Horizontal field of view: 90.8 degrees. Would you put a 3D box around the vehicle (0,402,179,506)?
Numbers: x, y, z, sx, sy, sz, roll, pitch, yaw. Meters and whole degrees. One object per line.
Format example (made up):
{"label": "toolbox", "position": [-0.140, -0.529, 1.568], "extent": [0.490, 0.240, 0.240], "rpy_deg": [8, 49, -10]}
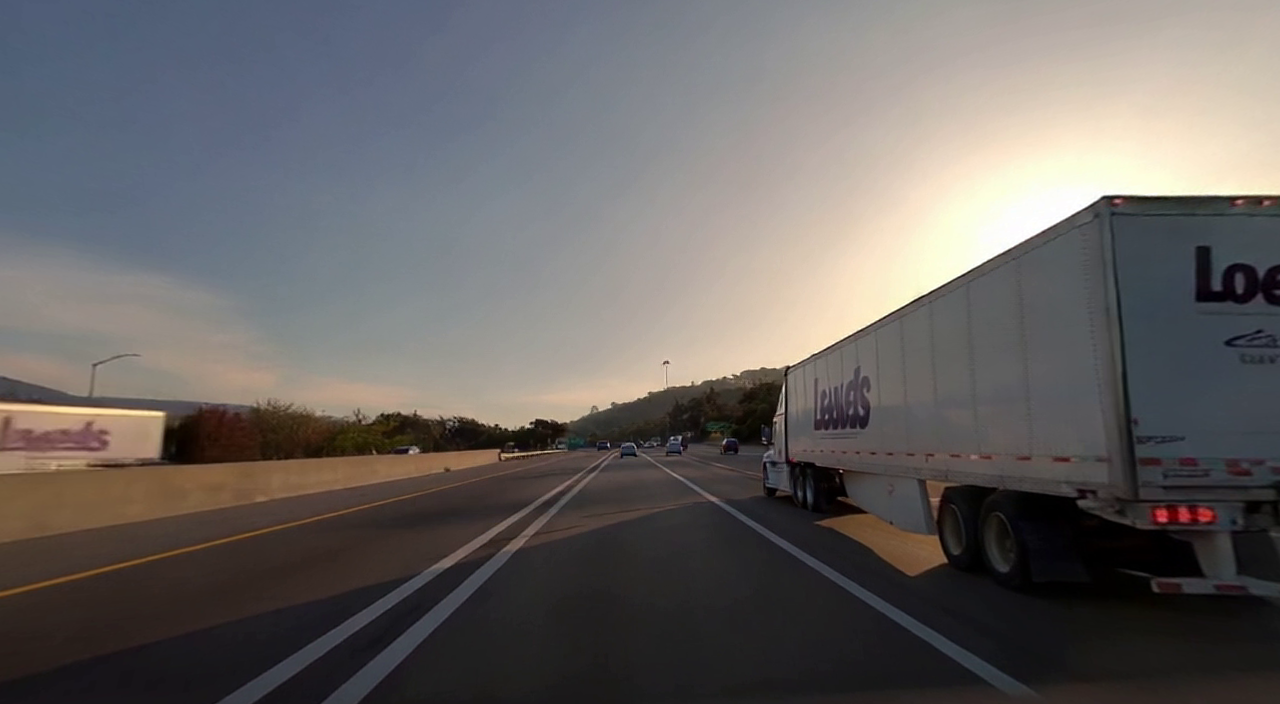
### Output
{"label": "vehicle", "position": [-27.333, 4.358, 27.128], "extent": [2.927, 4.151, 16.512], "rpy_deg": [0, -9, -1]}

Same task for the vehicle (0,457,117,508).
{"label": "vehicle", "position": [-22.947, 4.849, 23.907], "extent": [2.098, 1.674, 4.926], "rpy_deg": [0, -9, -1]}

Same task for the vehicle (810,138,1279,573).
{"label": "vehicle", "position": [7.404, 1.071, 12.937], "extent": [2.892, 4.128, 16.495], "rpy_deg": [0, -9, -2]}
